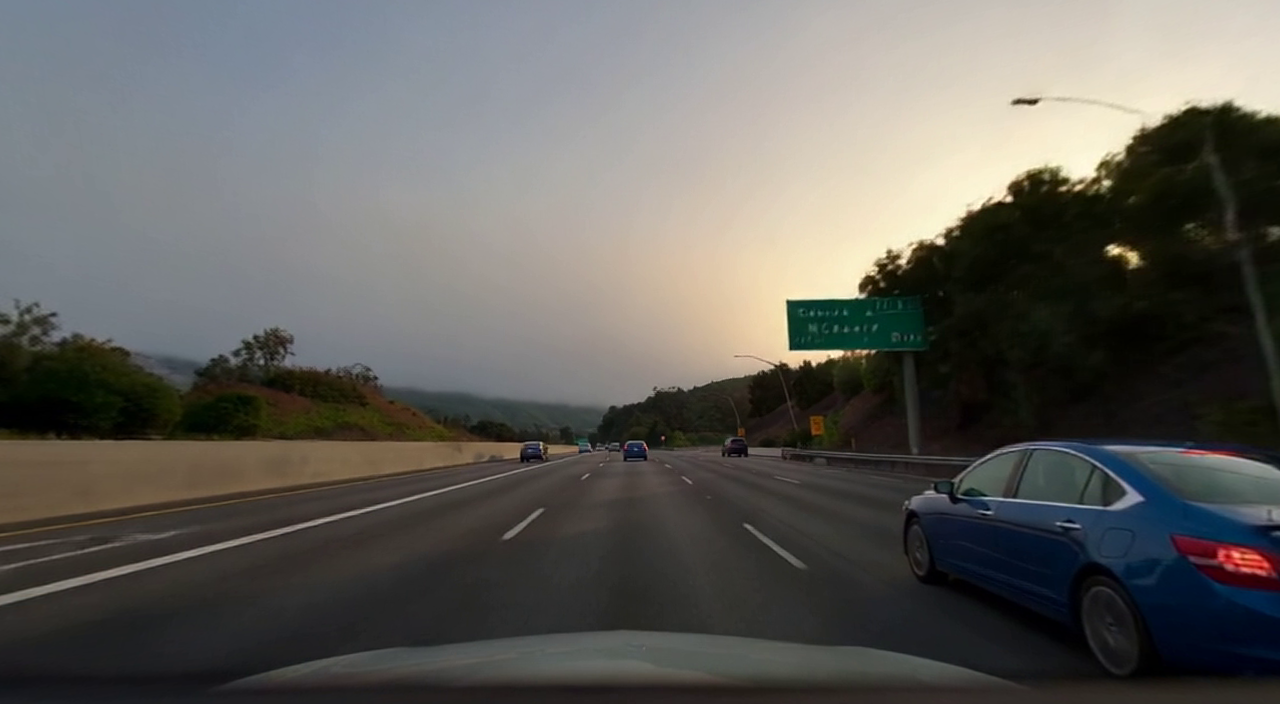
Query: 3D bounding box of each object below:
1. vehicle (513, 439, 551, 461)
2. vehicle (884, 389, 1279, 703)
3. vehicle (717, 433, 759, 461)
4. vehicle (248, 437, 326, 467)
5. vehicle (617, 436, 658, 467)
[{"bbox_3d":[-8.078,7.353,47.683,2.028,1.552,4.922,0,-8,0],"label":"vehicle"},{"bbox_3d":[3.246,1.044,3.233,2.072,1.501,4.694,0,-9,-1],"label":"vehicle"},{"bbox_3d":[7.072,6.940,45.998,2.103,1.898,5.310,0,-9,-1],"label":"vehicle"},{"bbox_3d":[-21.390,6.087,38.519,2.058,1.667,4.623,0,-9,-1],"label":"vehicle"},{"bbox_3d":[-0.141,5.560,35.501,2.157,1.642,4.189,0,-8,-1],"label":"vehicle"}]
